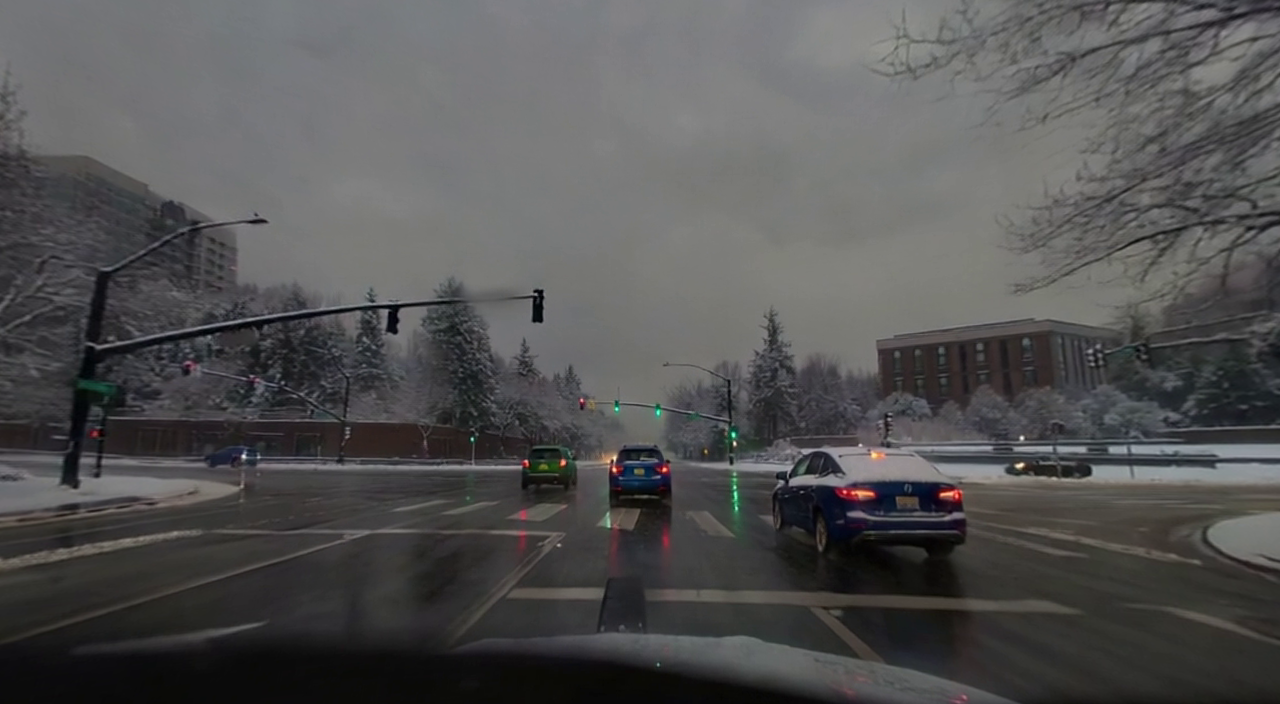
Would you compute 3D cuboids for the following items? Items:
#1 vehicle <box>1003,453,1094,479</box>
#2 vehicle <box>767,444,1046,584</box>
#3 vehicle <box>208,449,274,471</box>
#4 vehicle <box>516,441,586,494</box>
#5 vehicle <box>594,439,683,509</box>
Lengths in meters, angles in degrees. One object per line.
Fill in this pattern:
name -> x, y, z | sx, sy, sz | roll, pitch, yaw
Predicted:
vehicle -> 27.864, 7.794, 43.013 | 4.705, 1.631, 2.053 | -3, -9, 16
vehicle -> 3.290, 2.063, 8.993 | 2.056, 1.468, 4.520 | 0, -8, 1
vehicle -> -31.318, 8.450, 49.292 | 4.422, 1.605, 1.955 | -3, -9, 20
vehicle -> -2.979, 3.951, 21.871 | 1.987, 1.633, 4.005 | 0, -8, -2
vehicle -> -0.011, 3.232, 17.182 | 2.108, 1.654, 4.235 | 0, -8, 1
